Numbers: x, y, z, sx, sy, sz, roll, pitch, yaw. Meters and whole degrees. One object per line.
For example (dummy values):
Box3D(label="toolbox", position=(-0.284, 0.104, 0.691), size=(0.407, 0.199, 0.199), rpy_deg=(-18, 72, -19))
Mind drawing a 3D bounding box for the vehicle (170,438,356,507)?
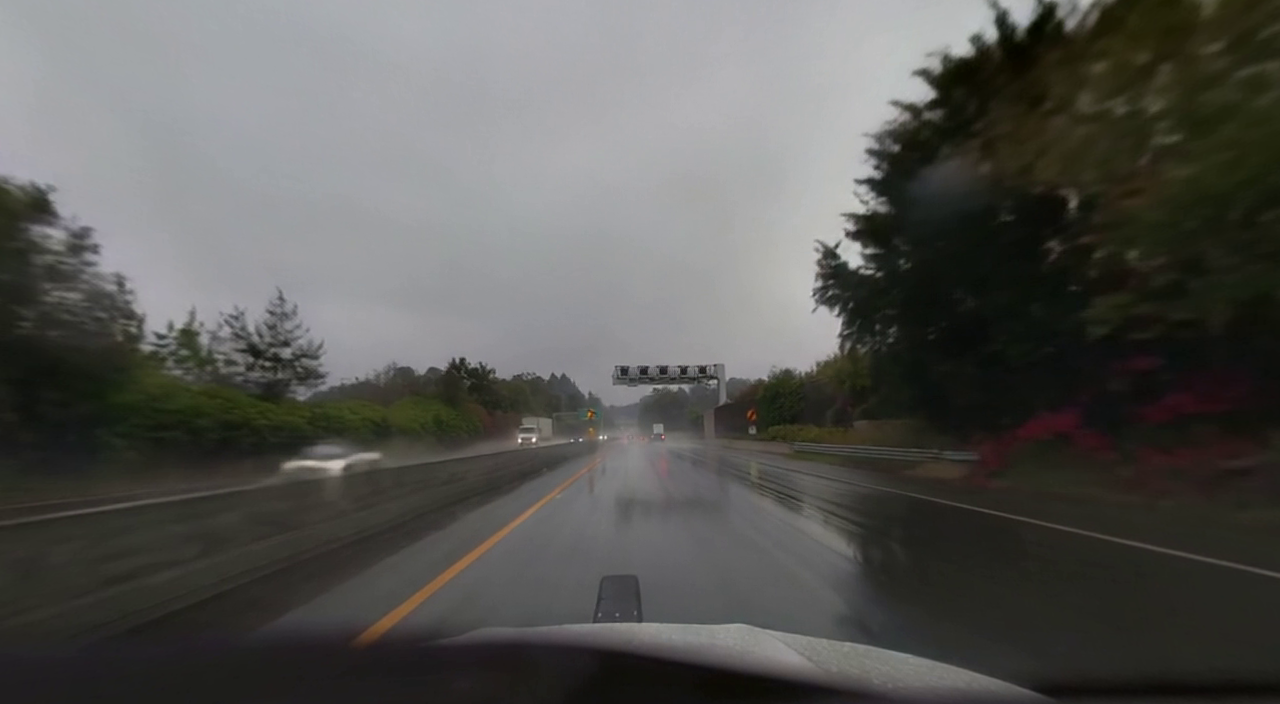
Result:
Box3D(label="vehicle", position=(-9.164, 2.920, 15.899), size=(1.979, 1.456, 4.550), rpy_deg=(0, -8, -2))
